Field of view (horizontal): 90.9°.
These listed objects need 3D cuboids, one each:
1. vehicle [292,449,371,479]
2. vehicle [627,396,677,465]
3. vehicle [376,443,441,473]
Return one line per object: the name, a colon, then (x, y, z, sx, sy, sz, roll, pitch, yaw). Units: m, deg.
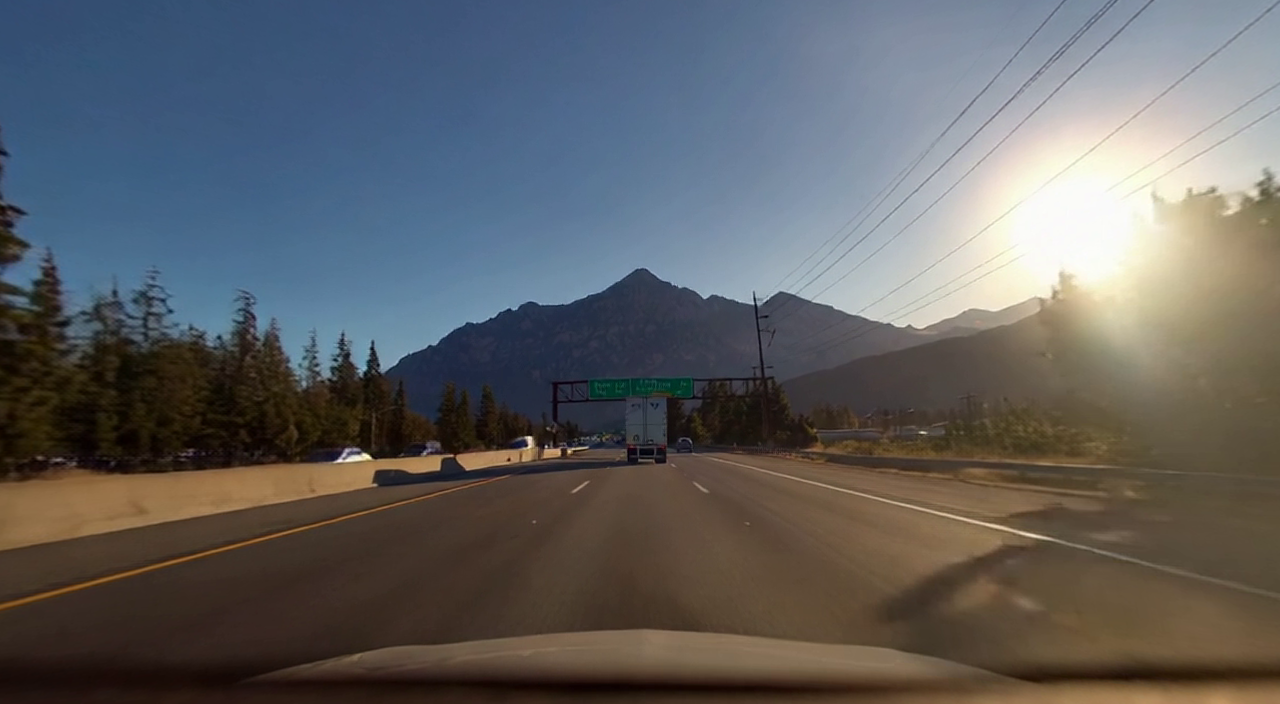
vehicle: (-19.486, 7.057, 40.205, 1.863, 1.707, 6.295, 0, -8, 0)
vehicle: (0.624, 5.475, 43.116, 2.919, 4.101, 11.541, 0, -8, -1)
vehicle: (-15.870, 7.243, 43.653, 2.118, 1.889, 6.262, 0, -8, 0)
